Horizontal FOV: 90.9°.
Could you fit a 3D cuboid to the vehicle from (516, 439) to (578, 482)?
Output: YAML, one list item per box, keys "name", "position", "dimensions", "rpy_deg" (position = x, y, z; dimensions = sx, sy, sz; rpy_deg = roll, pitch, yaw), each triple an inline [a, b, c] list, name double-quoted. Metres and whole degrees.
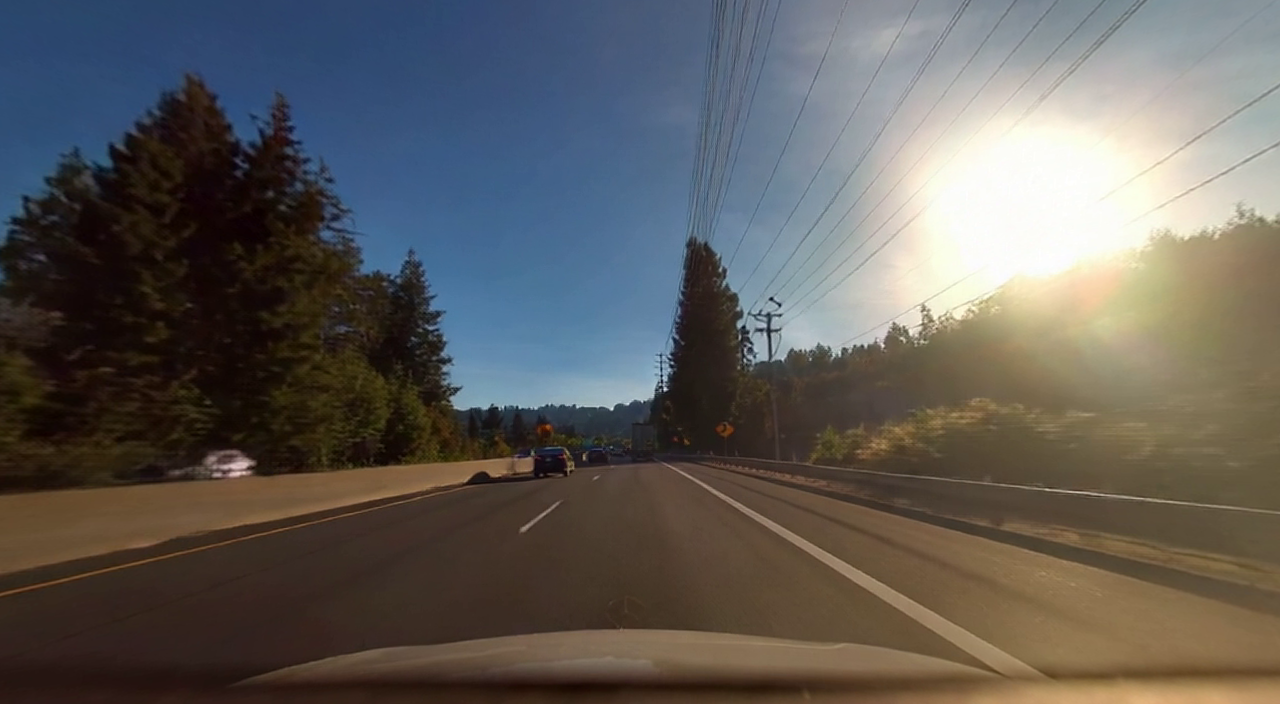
- name: "vehicle"
  position: [-3.991, 4.755, 27.780]
  dimensions: [2.111, 1.735, 4.066]
  rpy_deg: [0, -9, 0]

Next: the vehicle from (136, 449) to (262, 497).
- name: "vehicle"
  position: [-16.010, 4.376, 23.153]
  dimensions: [1.827, 1.579, 3.858]
  rpy_deg: [0, -9, -1]
